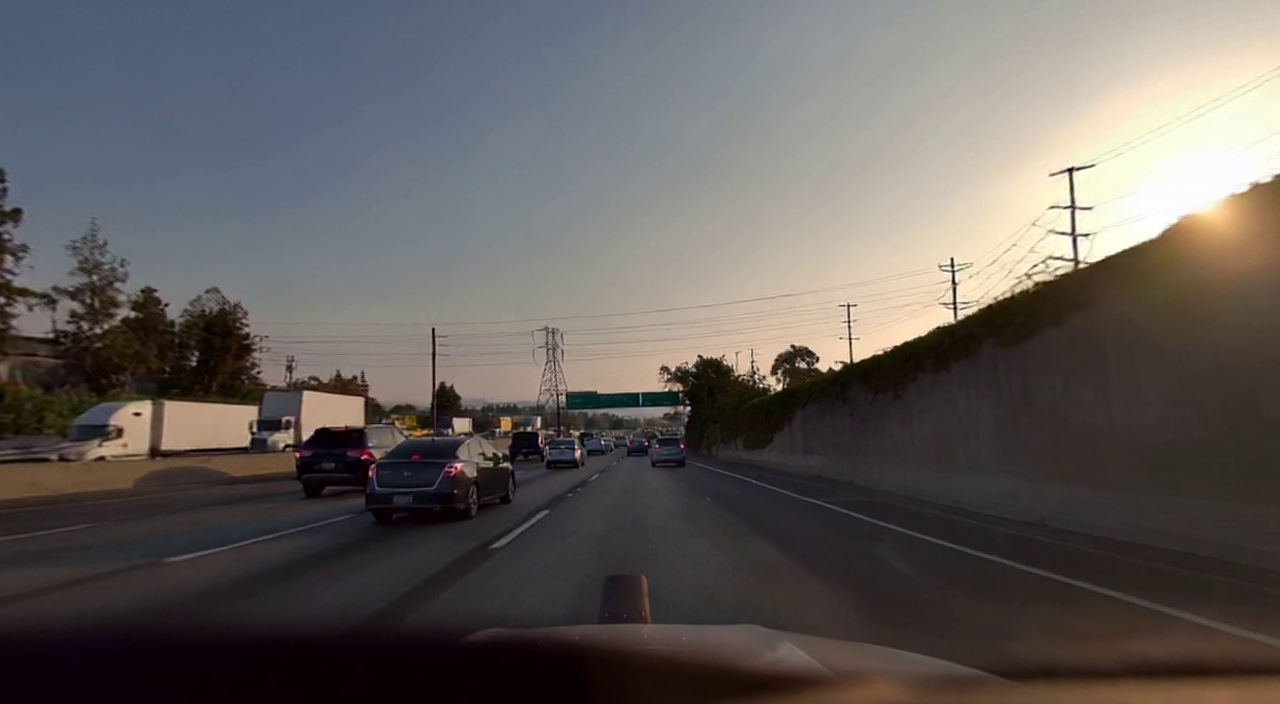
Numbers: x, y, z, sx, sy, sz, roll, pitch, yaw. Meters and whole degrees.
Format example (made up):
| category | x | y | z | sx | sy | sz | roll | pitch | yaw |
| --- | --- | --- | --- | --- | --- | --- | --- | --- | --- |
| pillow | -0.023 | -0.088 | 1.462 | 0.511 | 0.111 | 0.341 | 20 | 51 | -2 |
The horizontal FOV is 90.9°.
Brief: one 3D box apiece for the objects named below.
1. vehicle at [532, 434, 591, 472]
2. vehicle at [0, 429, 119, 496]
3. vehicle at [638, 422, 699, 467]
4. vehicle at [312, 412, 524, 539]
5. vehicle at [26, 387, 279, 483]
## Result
| category | x | y | z | sx | sy | sz | roll | pitch | yaw |
| --- | --- | --- | --- | --- | --- | --- | --- | --- | --- |
| vehicle | -3.504 | 4.583 | 28.947 | 2.049 | 1.530 | 4.707 | -1 | -8 | 1 |
| vehicle | -16.077 | 2.766 | 15.886 | 1.848 | 1.574 | 4.688 | -1 | -8 | 1 |
| vehicle | 1.360 | 4.904 | 33.516 | 2.793 | 2.132 | 5.682 | -1 | -8 | -1 |
| vehicle | -3.500 | 2.020 | 11.044 | 2.026 | 1.719 | 4.490 | -1 | -8 | 1 |
| vehicle | -19.851 | 3.566 | 26.932 | 2.980 | 3.309 | 9.603 | -1 | -8 | 1 |
